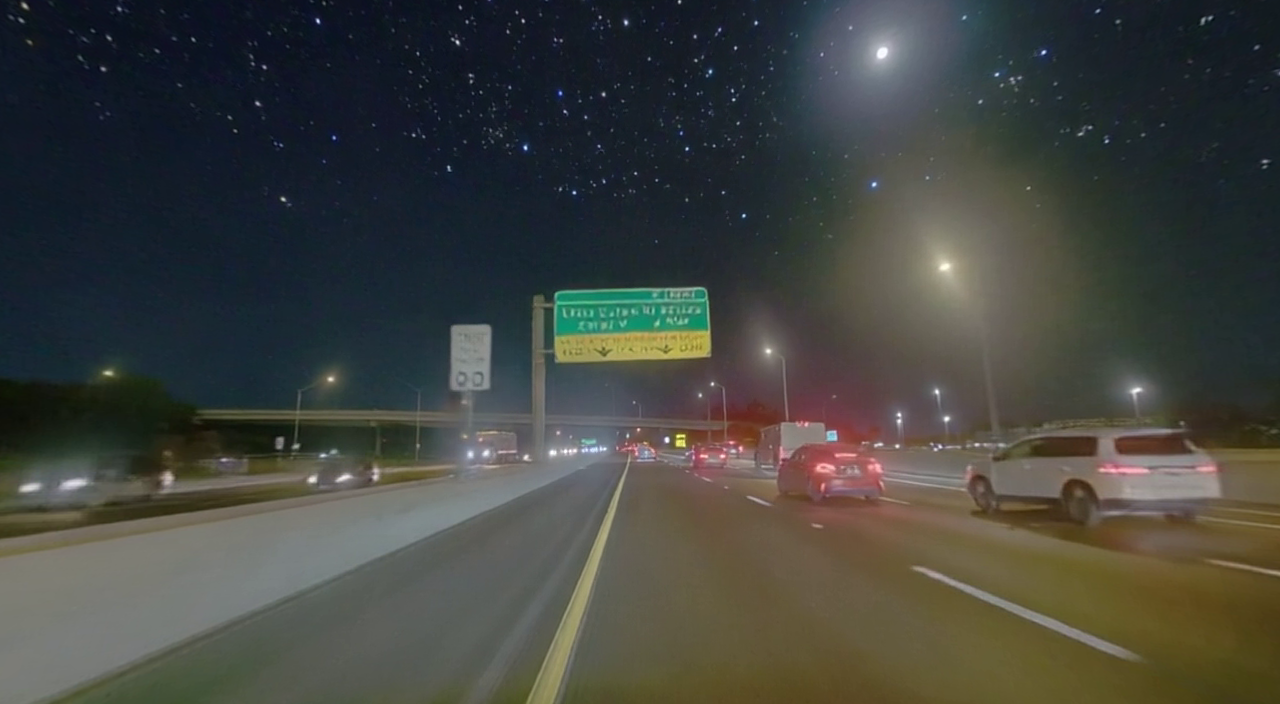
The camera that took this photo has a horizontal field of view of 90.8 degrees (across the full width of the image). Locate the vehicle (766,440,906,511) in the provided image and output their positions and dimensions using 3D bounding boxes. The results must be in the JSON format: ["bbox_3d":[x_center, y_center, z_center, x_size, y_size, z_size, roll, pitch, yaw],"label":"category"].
[{"bbox_3d":[4.647,2.977,15.789,1.927,1.489,4.478,0,-8,-2],"label":"vehicle"}]

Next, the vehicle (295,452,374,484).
[{"bbox_3d":[-15.945,6.064,33.258,1.955,1.474,4.489,0,-8,0],"label":"vehicle"}]

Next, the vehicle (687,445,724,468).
[{"bbox_3d":[4.422,7.163,43.439,1.971,1.453,4.414,0,-8,-2],"label":"vehicle"}]

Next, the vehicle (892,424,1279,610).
[{"bbox_3d":[5.081,1.721,7.698,1.915,1.512,4.812,0,-8,-1],"label":"vehicle"}]

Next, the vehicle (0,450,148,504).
[{"bbox_3d":[-21.283,4.575,23.569,1.922,1.747,4.705,0,-8,1],"label":"vehicle"}]
